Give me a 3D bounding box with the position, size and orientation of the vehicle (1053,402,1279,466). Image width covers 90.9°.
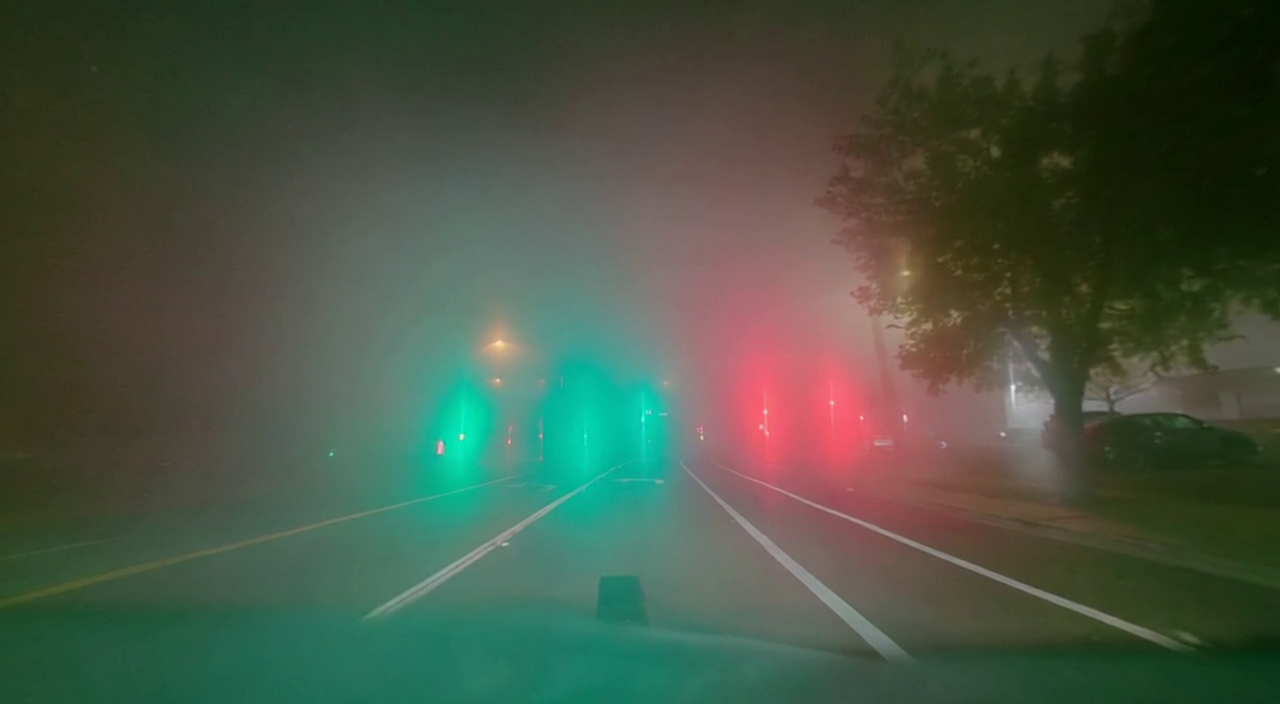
[{"bbox_3d":[13.598,2.128,16.331,4.343,1.500,2.011,0,-8,0],"label":"vehicle"}]

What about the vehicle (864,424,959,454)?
[{"bbox_3d":[14.285,4.622,33.344,4.167,1.476,1.871,-1,-8,1],"label":"vehicle"}]
